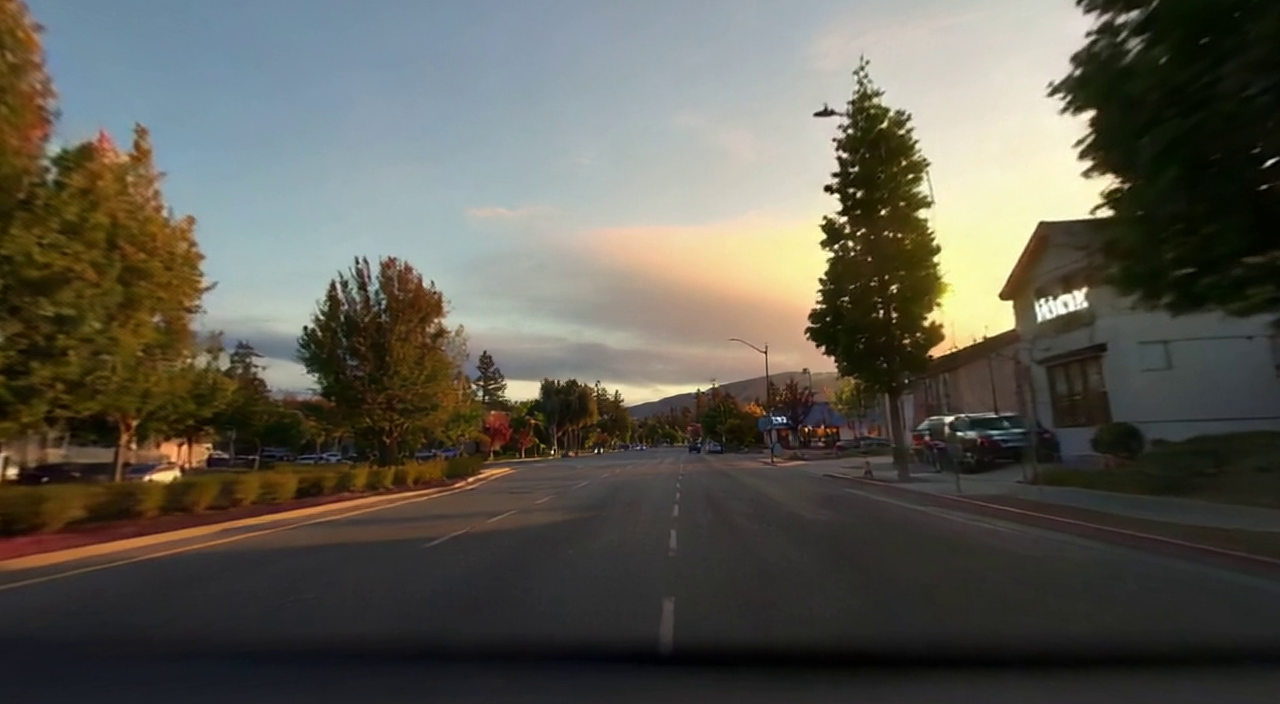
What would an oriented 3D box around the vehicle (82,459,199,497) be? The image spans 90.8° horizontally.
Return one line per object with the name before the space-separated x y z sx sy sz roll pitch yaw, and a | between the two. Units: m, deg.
vehicle | -22.165 5.574 28.258 1.618 1.425 4.159 -1 -9 4
